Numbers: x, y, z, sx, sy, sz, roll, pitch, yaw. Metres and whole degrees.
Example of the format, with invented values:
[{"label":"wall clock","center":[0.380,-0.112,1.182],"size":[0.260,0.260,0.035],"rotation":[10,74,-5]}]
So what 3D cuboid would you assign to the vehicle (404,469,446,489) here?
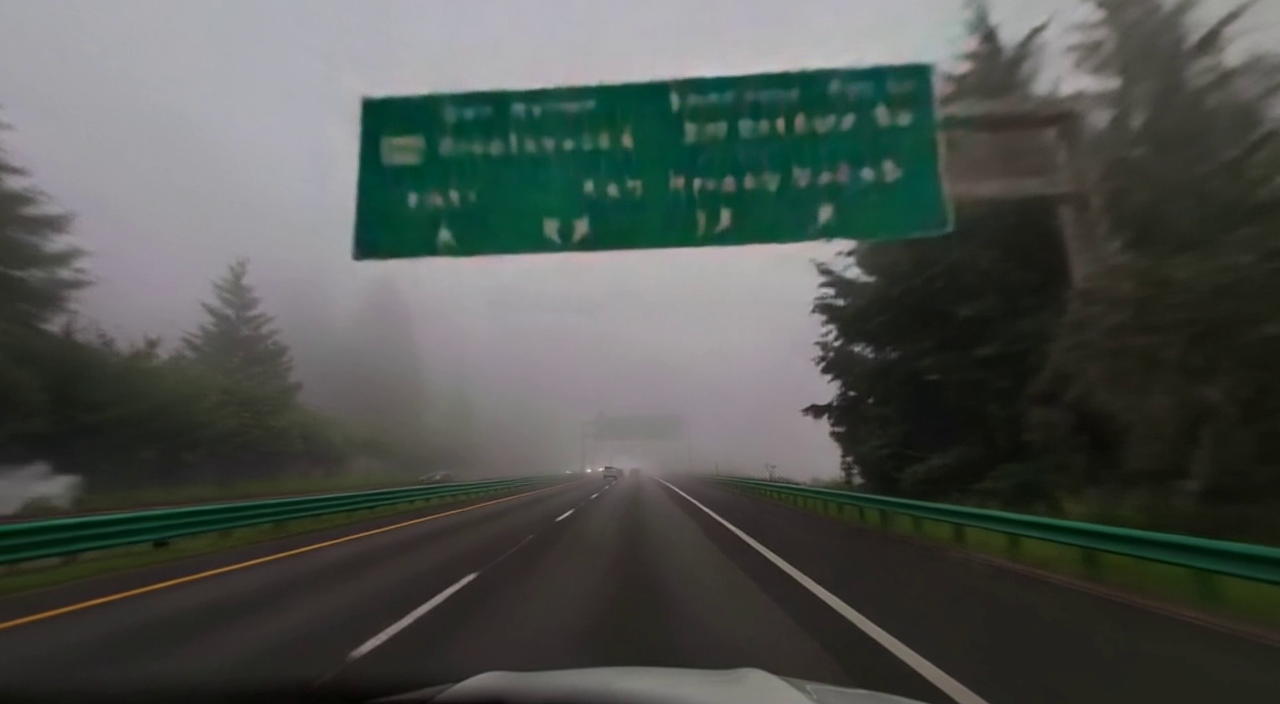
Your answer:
[{"label":"vehicle","center":[-16.439,9.704,48.380],"size":[1.807,1.428,3.938],"rotation":[1,-11,1]}]
